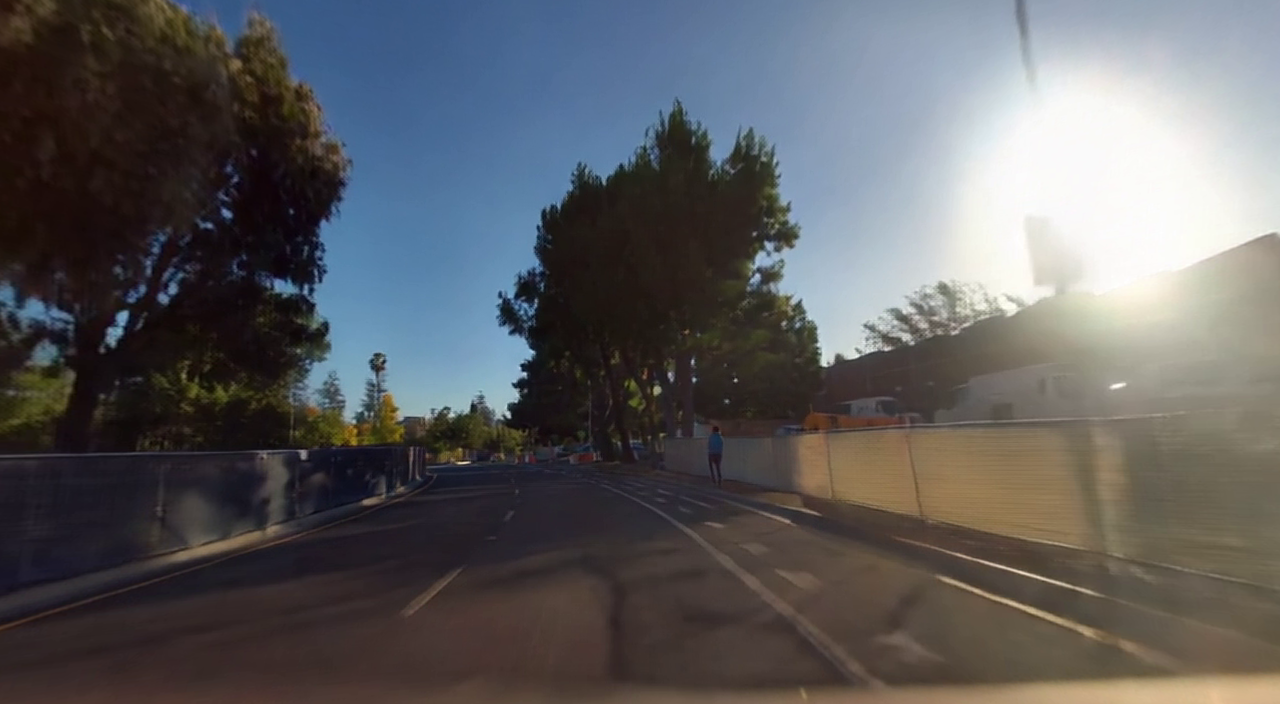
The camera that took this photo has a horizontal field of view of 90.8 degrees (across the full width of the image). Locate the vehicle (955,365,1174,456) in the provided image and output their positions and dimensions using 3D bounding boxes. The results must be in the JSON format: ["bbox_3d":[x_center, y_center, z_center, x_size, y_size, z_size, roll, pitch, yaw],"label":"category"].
[{"bbox_3d":[9.135,1.345,13.785,3.674,1.559,1.775,5,-10,-7],"label":"vehicle"}]

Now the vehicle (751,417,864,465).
[{"bbox_3d":[8.317,4.405,31.364,5.021,1.930,2.119,-1,-9,-25],"label":"vehicle"}]

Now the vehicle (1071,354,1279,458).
[{"bbox_3d":[9.760,0.997,10.907,3.451,1.504,1.652,3,-10,-4],"label":"vehicle"}]

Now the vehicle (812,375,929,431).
[{"bbox_3d":[9.542,2.149,26.155,4.180,1.880,2.028,7,-8,-20],"label":"vehicle"}]
